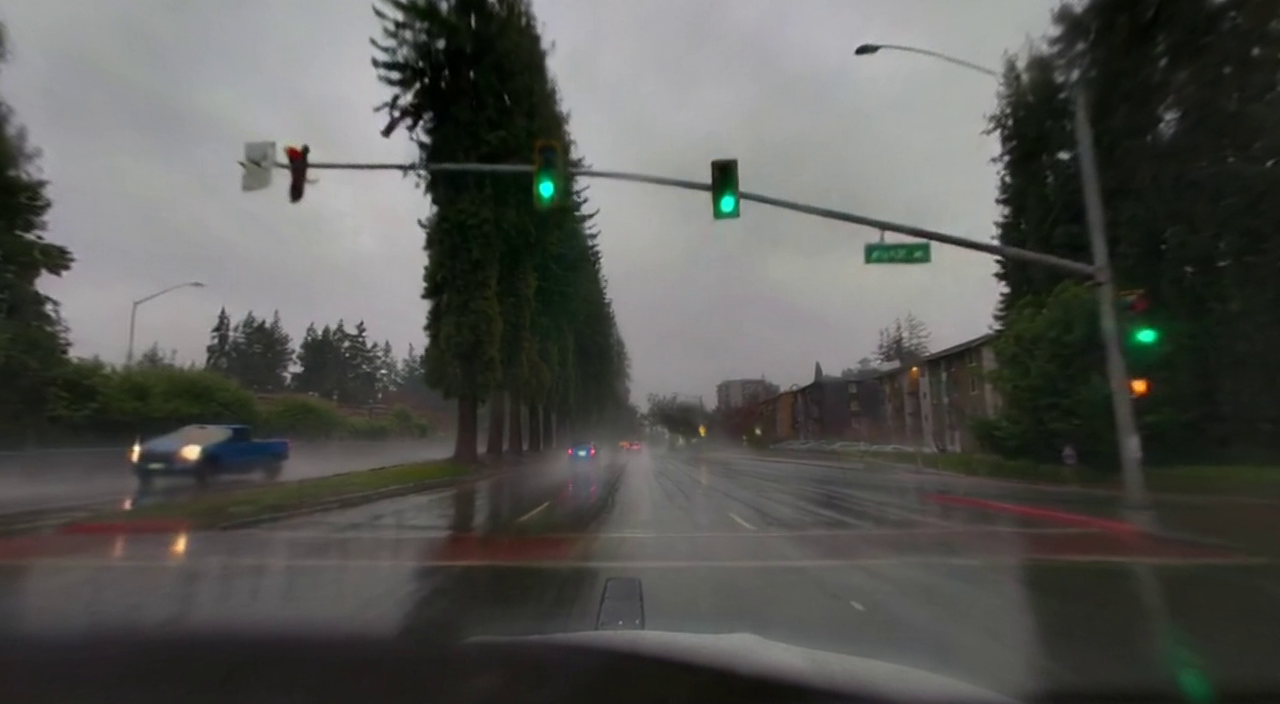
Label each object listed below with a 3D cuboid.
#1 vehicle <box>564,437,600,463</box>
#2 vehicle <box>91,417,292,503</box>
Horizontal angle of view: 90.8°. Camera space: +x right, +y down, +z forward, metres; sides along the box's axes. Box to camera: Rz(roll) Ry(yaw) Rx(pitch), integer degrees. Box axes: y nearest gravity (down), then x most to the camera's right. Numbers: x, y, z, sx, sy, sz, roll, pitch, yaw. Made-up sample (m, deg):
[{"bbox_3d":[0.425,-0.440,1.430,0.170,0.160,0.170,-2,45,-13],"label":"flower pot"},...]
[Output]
[{"bbox_3d":[-3.916,6.694,43.232,2.042,1.686,4.372,0,-9,0],"label":"vehicle"},{"bbox_3d":[-12.627,3.066,18.372,2.268,2.038,5.024,-2,-8,-1],"label":"vehicle"}]
